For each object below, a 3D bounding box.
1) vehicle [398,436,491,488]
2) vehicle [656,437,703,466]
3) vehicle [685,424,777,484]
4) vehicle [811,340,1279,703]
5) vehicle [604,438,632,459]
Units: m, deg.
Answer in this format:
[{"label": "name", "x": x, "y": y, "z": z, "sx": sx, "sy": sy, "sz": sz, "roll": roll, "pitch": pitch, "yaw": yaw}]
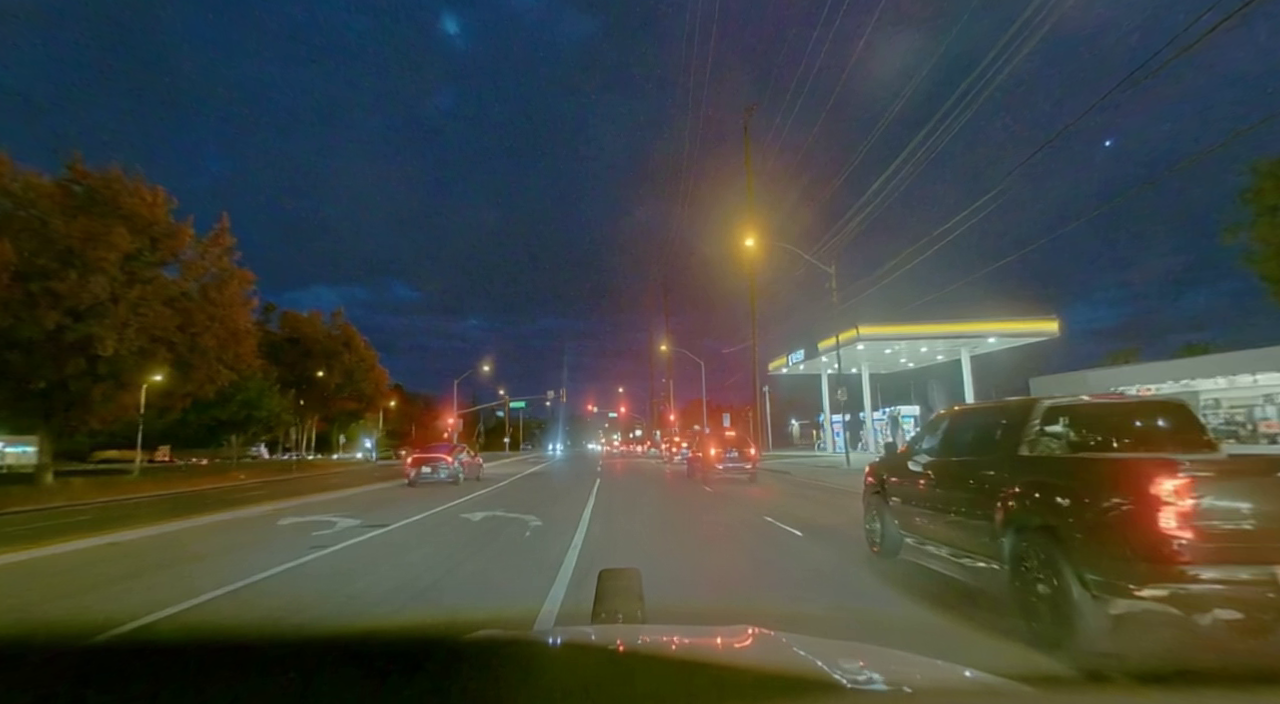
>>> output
[{"label": "vehicle", "x": -6.204, "y": 3.538, "z": 20.596, "sx": 2.075, "sy": 1.470, "sz": 4.190, "roll": 0, "pitch": -9, "yaw": -6}, {"label": "vehicle", "x": 2.134, "y": 5.521, "z": 35.224, "sx": 1.945, "sy": 1.470, "sz": 4.363, "roll": 0, "pitch": -9, "yaw": -5}, {"label": "vehicle", "x": 3.052, "y": 3.578, "z": 22.373, "sx": 2.124, "sy": 1.824, "sz": 4.973, "roll": 0, "pitch": -9, "yaw": -5}, {"label": "vehicle", "x": 3.724, "y": 1.224, "z": 5.834, "sx": 2.582, "sy": 1.810, "sz": 5.315, "roll": 0, "pitch": -9, "yaw": -3}, {"label": "vehicle", "x": -1.751, "y": 7.534, "z": 49.383, "sx": 2.065, "sy": 1.484, "sz": 3.894, "roll": 0, "pitch": -9, "yaw": -4}]
